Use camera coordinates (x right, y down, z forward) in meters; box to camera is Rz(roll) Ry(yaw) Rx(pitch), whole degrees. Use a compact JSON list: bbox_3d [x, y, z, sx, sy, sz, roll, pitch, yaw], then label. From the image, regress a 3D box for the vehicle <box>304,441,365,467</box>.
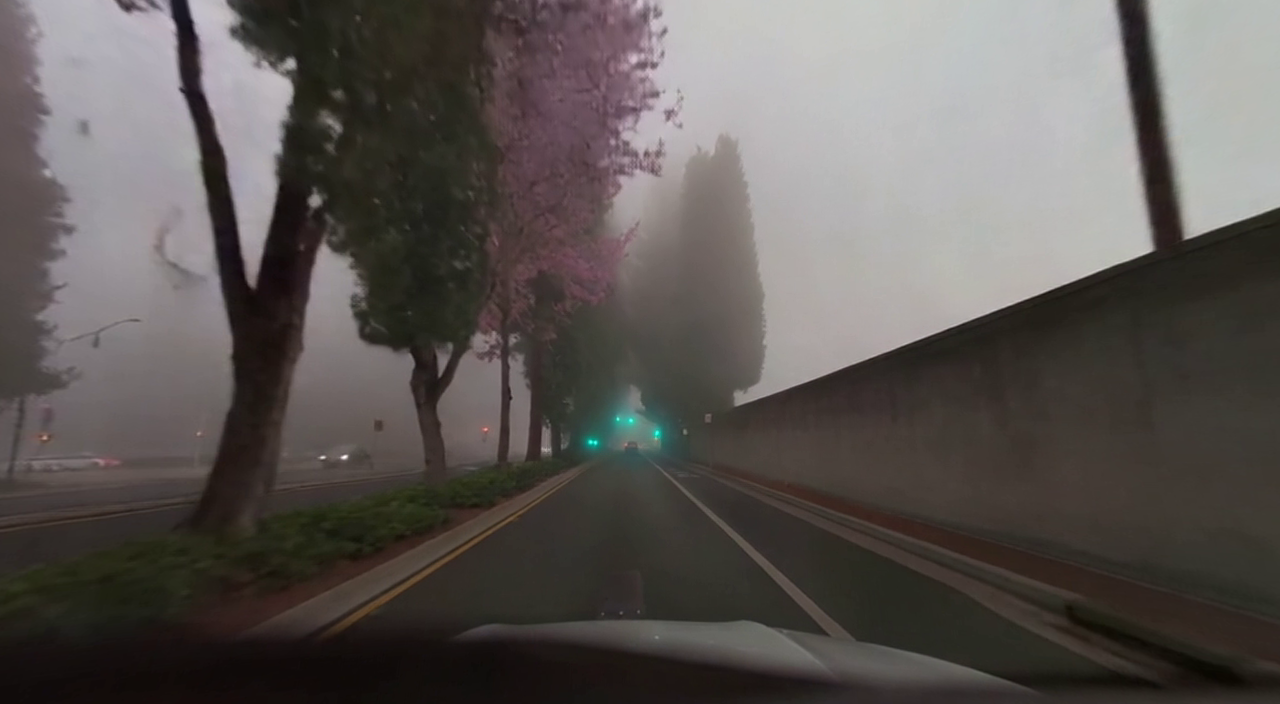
[{"bbox_3d":[-20.809,6.963,43.098,1.896,1.689,4.599,0,-8,0],"label":"vehicle"}]
